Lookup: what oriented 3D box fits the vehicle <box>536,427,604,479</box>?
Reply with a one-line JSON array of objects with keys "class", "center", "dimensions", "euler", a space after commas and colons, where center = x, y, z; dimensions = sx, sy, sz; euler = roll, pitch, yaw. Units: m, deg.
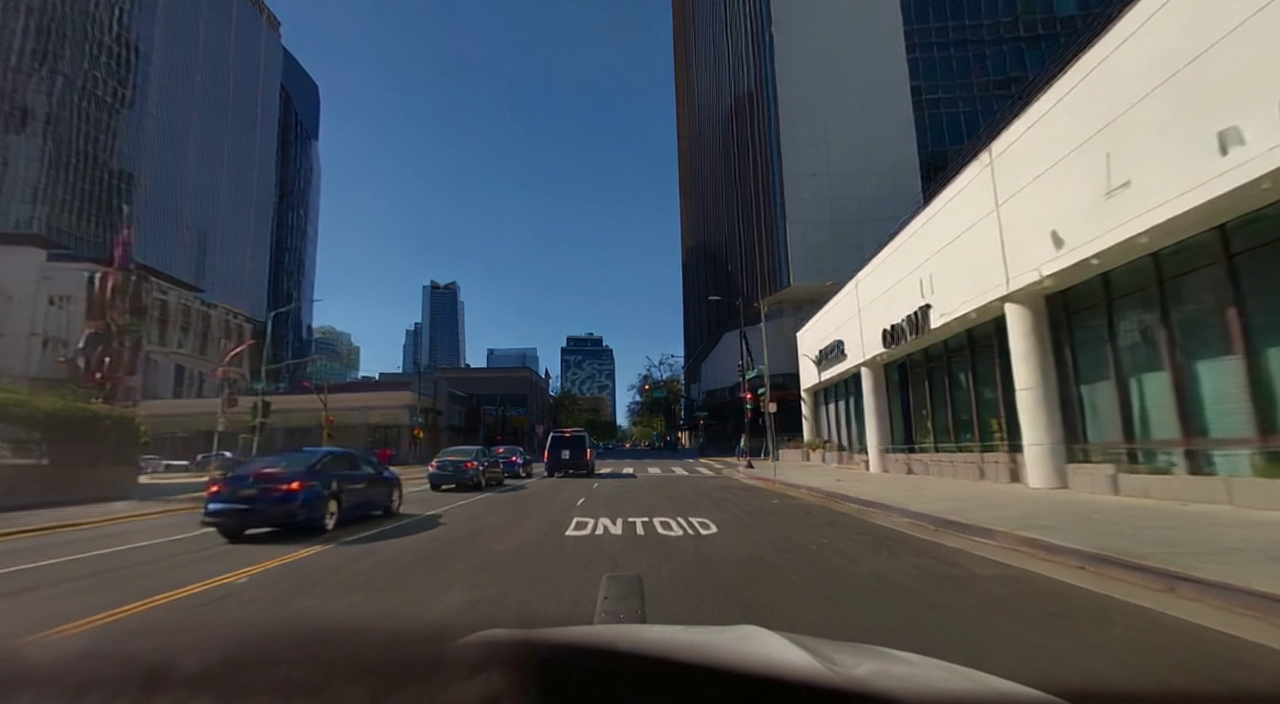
[{"class": "vehicle", "center": [-3.044, 4.568, 28.823], "dimensions": [2.496, 2.155, 5.468], "euler": [0, -8, 0]}]

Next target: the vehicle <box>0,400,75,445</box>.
[{"class": "vehicle", "center": [-25.566, 2.883, 25.488], "dimensions": [3.618, 1.730, 1.821], "euler": [0, -8, -2]}]

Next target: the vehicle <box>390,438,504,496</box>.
[{"class": "vehicle", "center": [-6.016, 3.630, 20.372], "dimensions": [2.228, 1.652, 4.593], "euler": [0, -8, 0]}]

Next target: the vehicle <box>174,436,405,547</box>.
[{"class": "vehicle", "center": [-5.705, 2.265, 10.906], "dimensions": [1.889, 1.572, 3.599], "euler": [0, -8, 0]}]
